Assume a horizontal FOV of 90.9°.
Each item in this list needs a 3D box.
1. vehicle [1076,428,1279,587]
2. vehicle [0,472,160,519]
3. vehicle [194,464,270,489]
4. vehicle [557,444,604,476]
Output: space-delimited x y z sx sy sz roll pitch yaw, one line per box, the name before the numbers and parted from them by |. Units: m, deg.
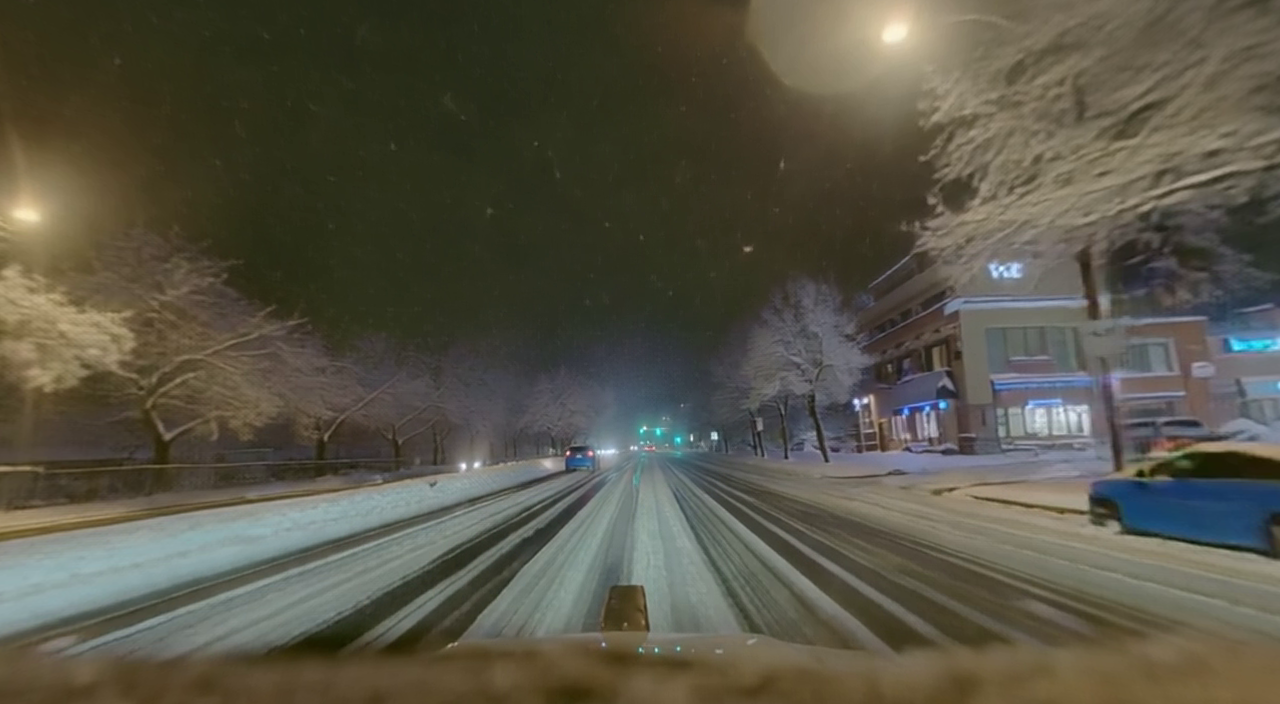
vehicle | 6.963 1.510 6.294 1.953 1.479 4.524 0 -8 0
vehicle | -22.094 5.620 25.168 1.955 1.447 4.911 0 -8 0
vehicle | -29.992 9.142 46.396 4.492 1.450 1.833 3 -11 -42
vehicle | -2.879 5.314 31.328 1.926 1.442 4.231 0 -8 0
